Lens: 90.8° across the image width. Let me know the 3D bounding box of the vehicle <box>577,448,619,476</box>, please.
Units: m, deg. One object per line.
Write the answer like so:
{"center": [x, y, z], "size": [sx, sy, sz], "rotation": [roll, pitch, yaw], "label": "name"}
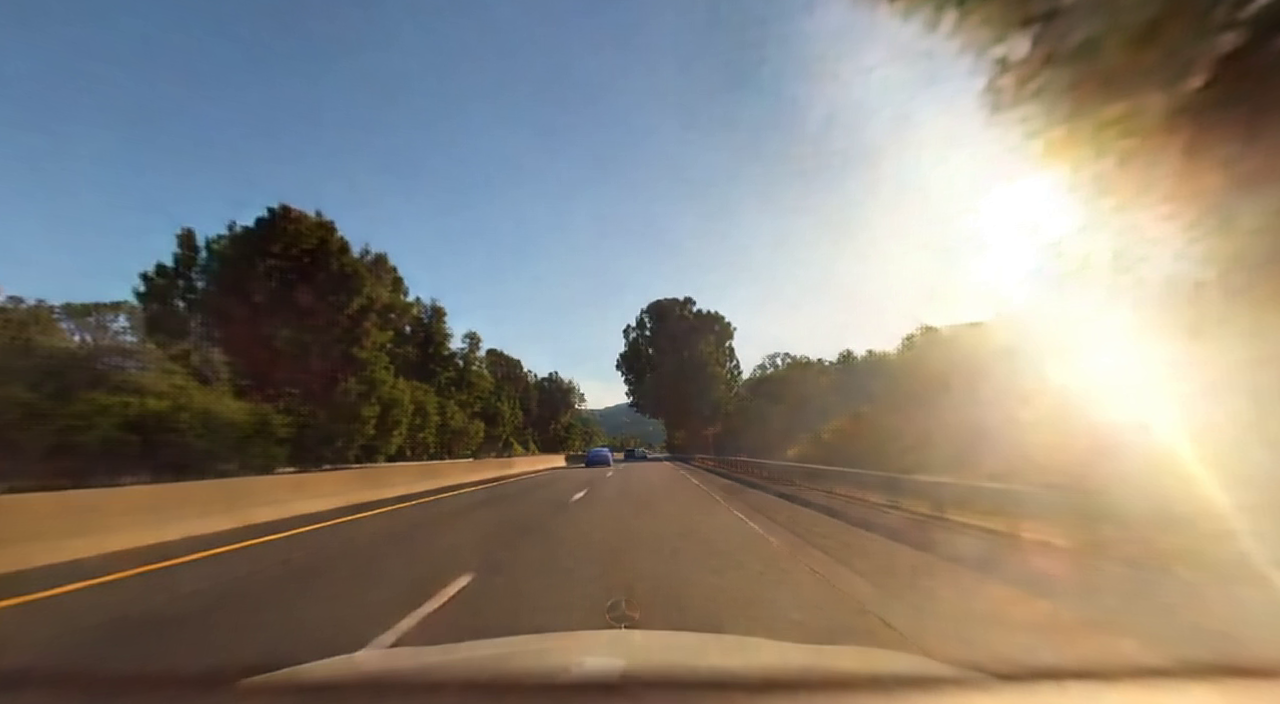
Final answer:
{"center": [-2.259, 6.060, 35.001], "size": [1.917, 1.450, 3.997], "rotation": [0, -8, 2], "label": "vehicle"}
